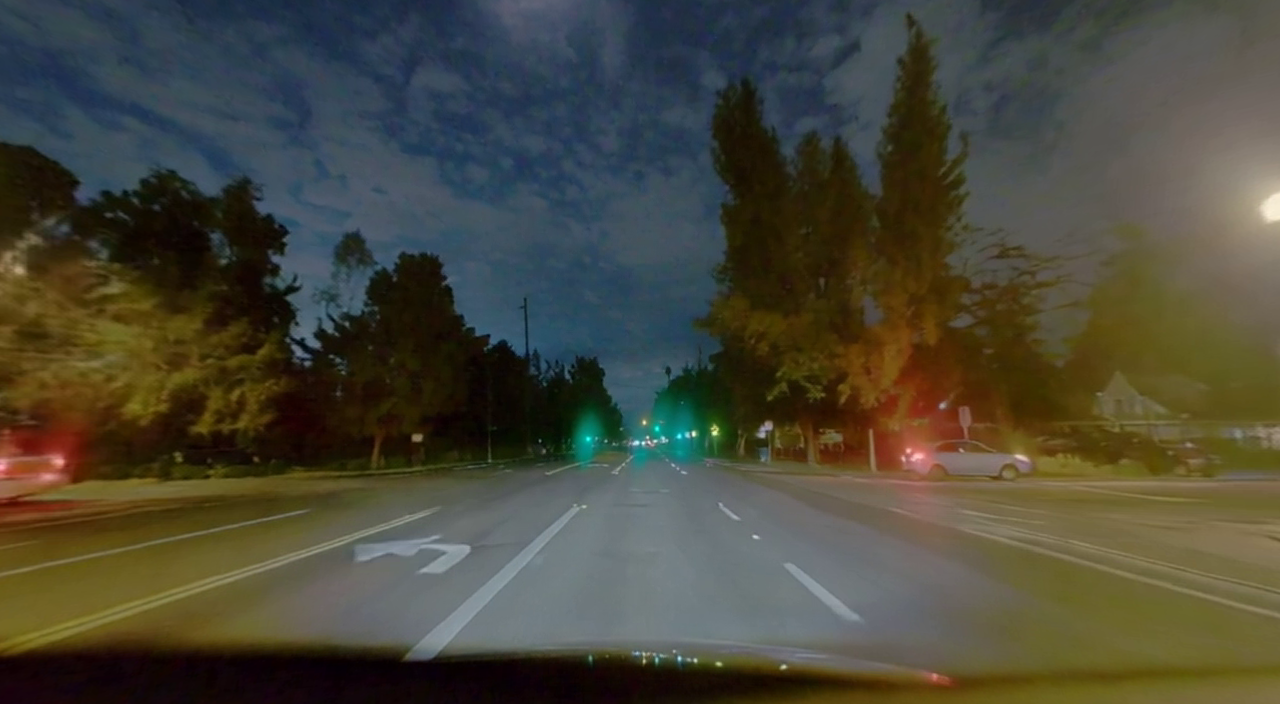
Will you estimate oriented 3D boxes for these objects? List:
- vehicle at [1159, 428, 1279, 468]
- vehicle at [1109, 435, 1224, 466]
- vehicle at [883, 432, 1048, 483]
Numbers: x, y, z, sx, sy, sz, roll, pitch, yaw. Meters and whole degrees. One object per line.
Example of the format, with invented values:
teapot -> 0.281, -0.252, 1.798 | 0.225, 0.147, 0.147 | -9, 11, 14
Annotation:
vehicle -> 29.612, 4.876, 32.136 | 2.034, 1.878, 4.781 | 0, -8, -2
vehicle -> 27.037, 5.064, 32.621 | 1.787, 1.465, 4.681 | 0, -8, -2
vehicle -> 11.124, 3.629, 21.775 | 4.565, 1.600, 2.023 | 0, -8, -5
